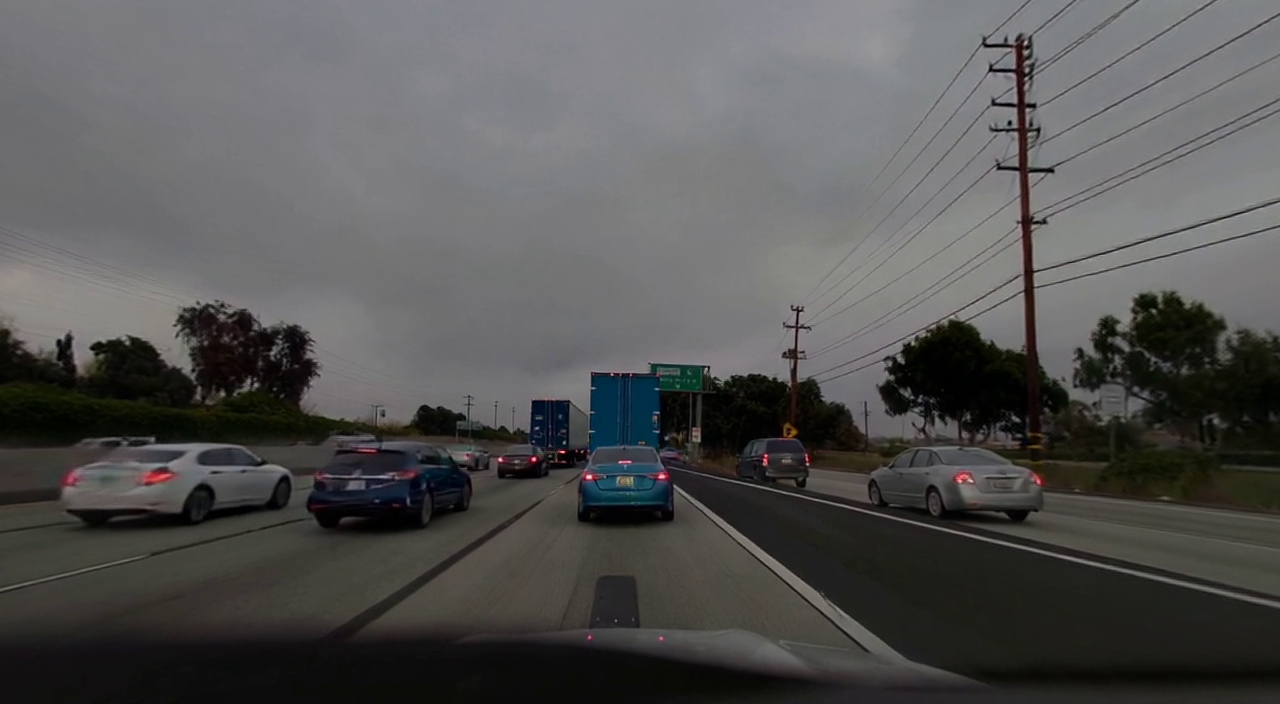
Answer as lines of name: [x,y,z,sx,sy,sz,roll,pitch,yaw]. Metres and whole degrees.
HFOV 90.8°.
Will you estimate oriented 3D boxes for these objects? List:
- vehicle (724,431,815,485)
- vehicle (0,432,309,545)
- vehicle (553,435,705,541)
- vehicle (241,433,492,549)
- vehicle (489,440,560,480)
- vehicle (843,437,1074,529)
vehicle: [4.403,3.686,22.175,2.023,1.676,4.002,1,-9,-6]
vehicle: [-7.927,2.185,10.867,1.988,1.472,4.852,0,-9,-2]
vehicle: [-0.270,2.204,10.871,2.112,1.463,4.012,0,-9,-4]
vehicle: [-4.066,2.155,10.628,1.960,1.450,5.246,0,-9,-1]
vehicle: [-4.511,4.313,25.496,2.090,1.463,4.968,0,-9,-2]
vehicle: [5.660,2.358,11.967,1.878,1.406,4.164,1,-9,-6]
